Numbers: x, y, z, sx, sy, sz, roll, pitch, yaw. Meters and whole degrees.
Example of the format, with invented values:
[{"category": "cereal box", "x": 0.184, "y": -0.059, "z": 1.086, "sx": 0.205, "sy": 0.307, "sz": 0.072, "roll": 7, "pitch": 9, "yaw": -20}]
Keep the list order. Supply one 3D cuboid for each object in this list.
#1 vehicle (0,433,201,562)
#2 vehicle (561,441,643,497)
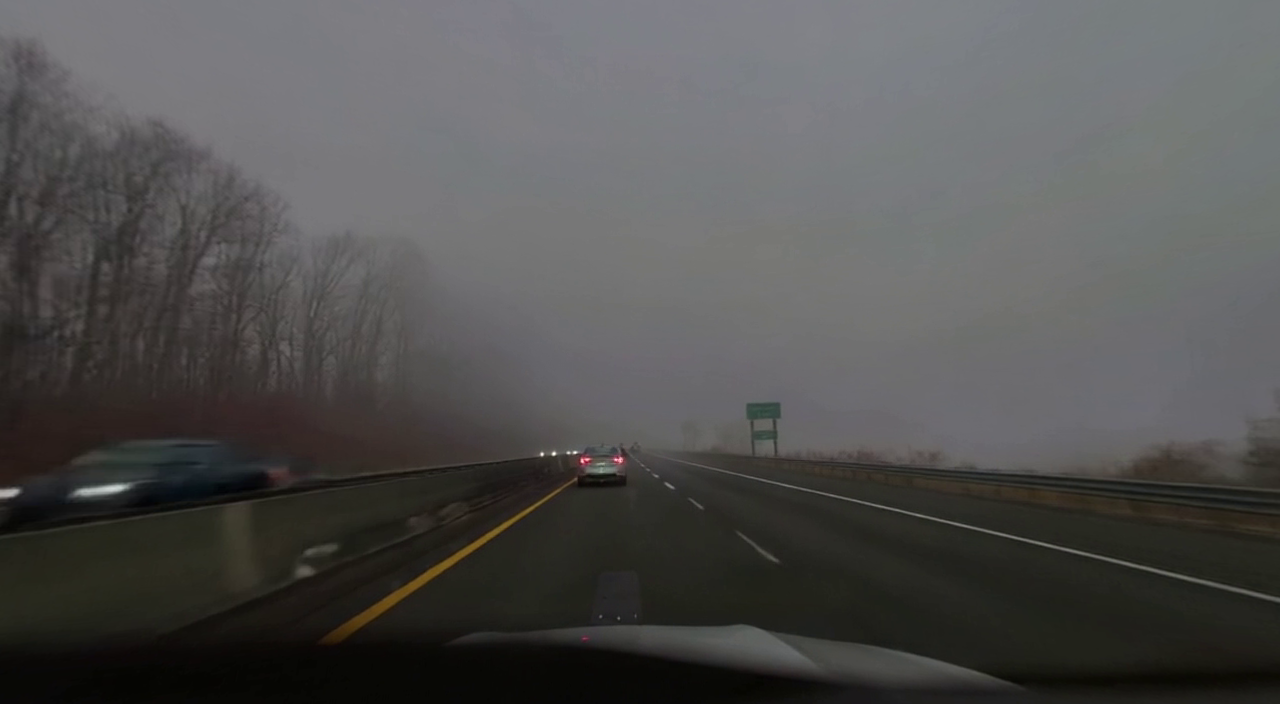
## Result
[{"category": "vehicle", "x": -9.489, "y": 2.141, "z": 9.706, "sx": 2.330, "sy": 1.637, "sz": 4.272, "roll": 0, "pitch": -9, "yaw": -2}, {"category": "vehicle", "x": -1.111, "y": 3.543, "z": 19.383, "sx": 2.244, "sy": 1.506, "sz": 4.097, "roll": 0, "pitch": -9, "yaw": -2}]
